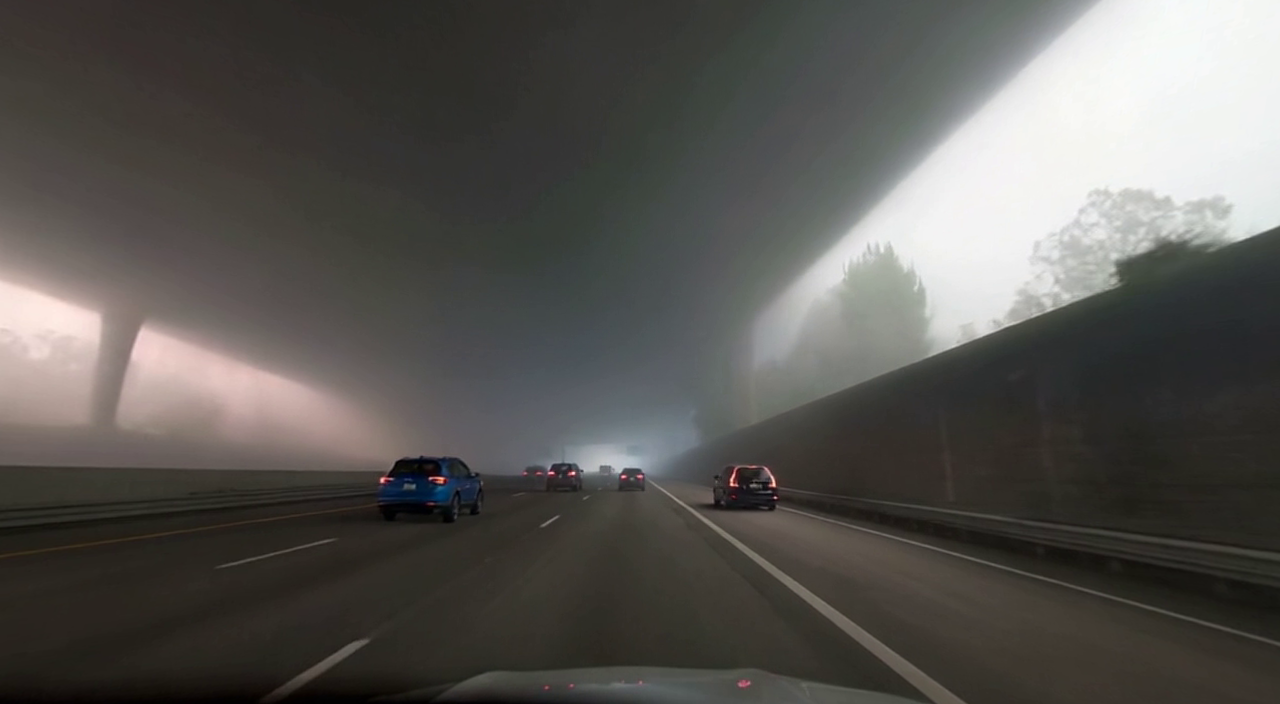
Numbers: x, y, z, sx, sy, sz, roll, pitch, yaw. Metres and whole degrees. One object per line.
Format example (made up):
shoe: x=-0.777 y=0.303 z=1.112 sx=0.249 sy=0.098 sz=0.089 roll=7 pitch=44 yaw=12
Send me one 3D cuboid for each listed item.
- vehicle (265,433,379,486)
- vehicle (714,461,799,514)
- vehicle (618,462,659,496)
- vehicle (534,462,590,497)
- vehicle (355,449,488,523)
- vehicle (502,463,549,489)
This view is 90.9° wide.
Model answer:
vehicle: x=-23.284 y=8.106 z=47.082 sx=2.994 sy=3.455 sz=10.568 roll=1 pitch=-11 yaw=0
vehicle: x=3.783 y=4.511 z=21.233 sx=1.992 sy=1.557 sz=4.017 roll=1 pitch=-11 yaw=-2
vehicle: x=-0.066 y=6.587 z=32.765 sx=1.992 sy=1.601 sz=3.762 roll=1 pitch=-11 yaw=0
vehicle: x=-3.716 y=6.231 z=30.914 sx=2.102 sy=1.521 sz=4.687 roll=1 pitch=-11 yaw=0
vehicle: x=-5.690 y=3.584 z=17.144 sx=2.069 sy=1.699 sz=4.452 roll=1 pitch=-11 yaw=-1
vehicle: x=-7.418 y=8.105 z=41.244 sx=2.142 sy=1.545 sz=4.708 roll=1 pitch=-11 yaw=1
